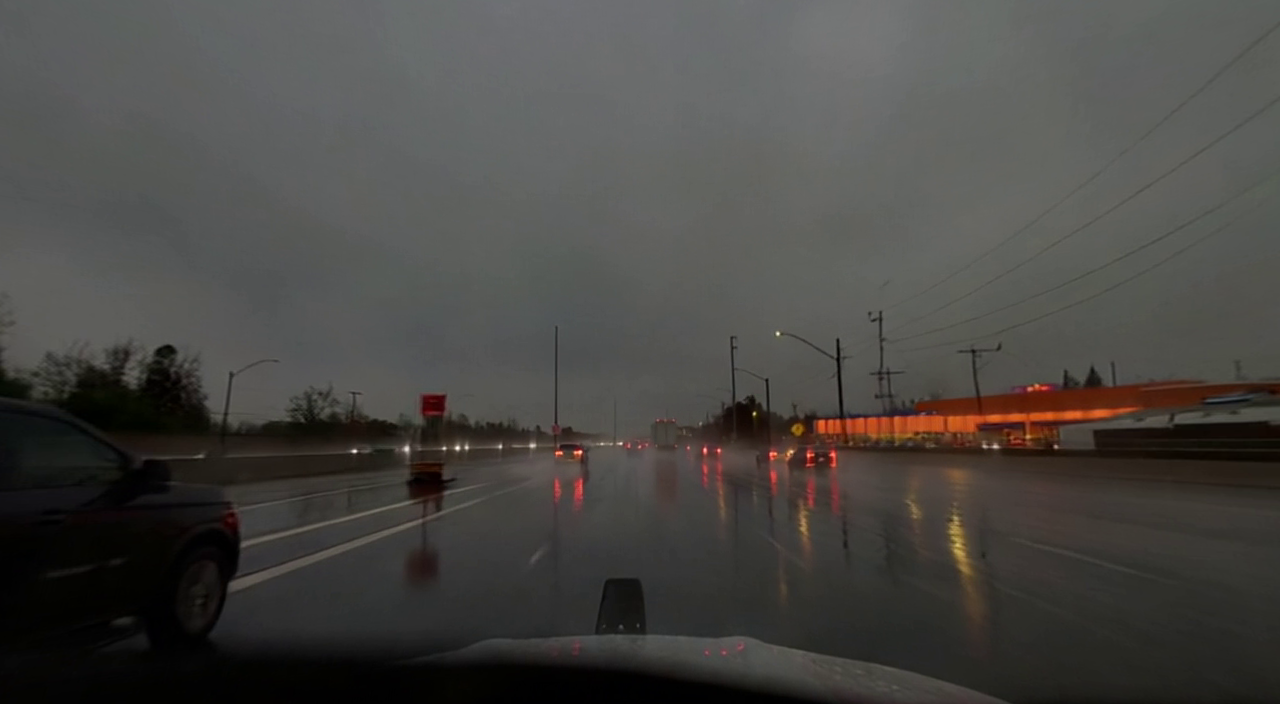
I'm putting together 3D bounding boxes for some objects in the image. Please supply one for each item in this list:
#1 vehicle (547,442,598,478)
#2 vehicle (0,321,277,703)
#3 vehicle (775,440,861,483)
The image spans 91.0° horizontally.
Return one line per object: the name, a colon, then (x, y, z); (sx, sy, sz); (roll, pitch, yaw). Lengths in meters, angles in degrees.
vehicle: (-3.032, 4.935, 29.106); (1.929, 1.521, 4.097); (0, -9, 0)
vehicle: (-3.694, 0.710, 2.128); (2.130, 1.799, 4.583); (0, -9, 1)
vehicle: (6.837, 4.241, 24.679); (1.980, 1.501, 4.433); (0, -9, -1)
